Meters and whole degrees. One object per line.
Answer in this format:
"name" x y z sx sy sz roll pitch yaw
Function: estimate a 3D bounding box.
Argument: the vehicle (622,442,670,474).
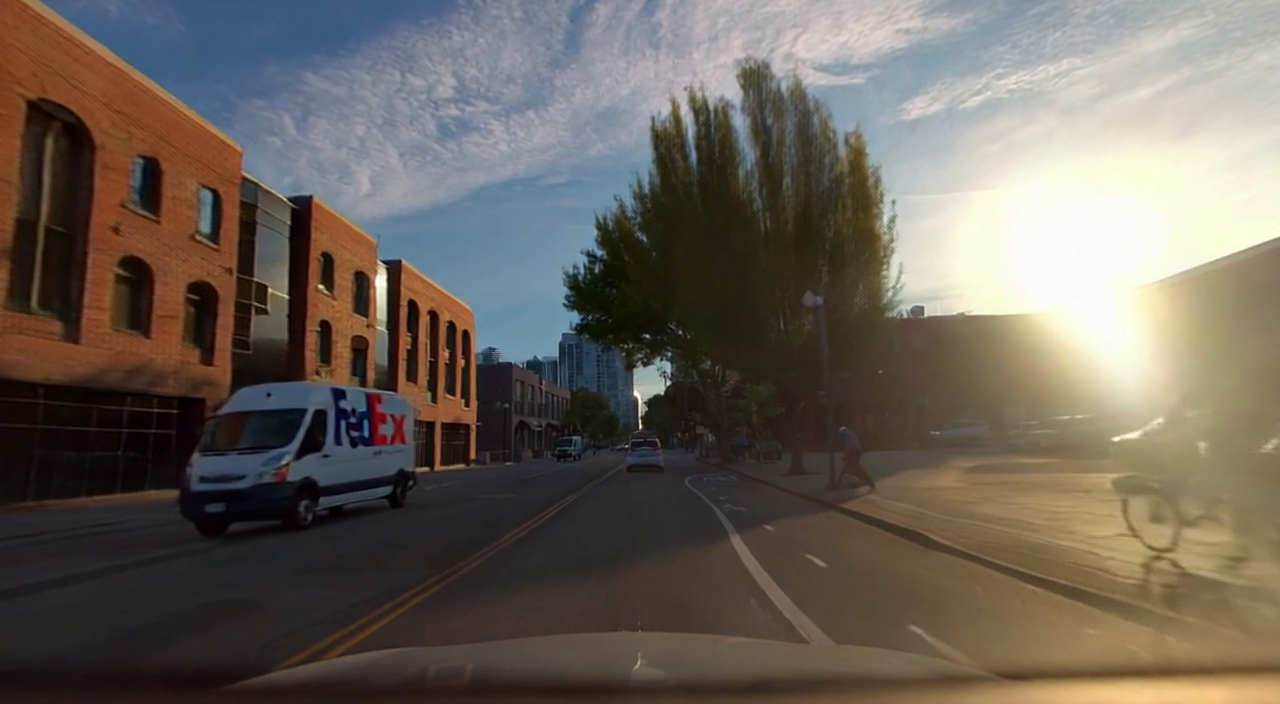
"vehicle" 0.386 5.543 33.329 2.356 1.572 4.810 0 -8 2

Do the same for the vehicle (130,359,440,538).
"vehicle" -7.200 2.162 14.439 2.754 3.065 7.103 0 -8 2
